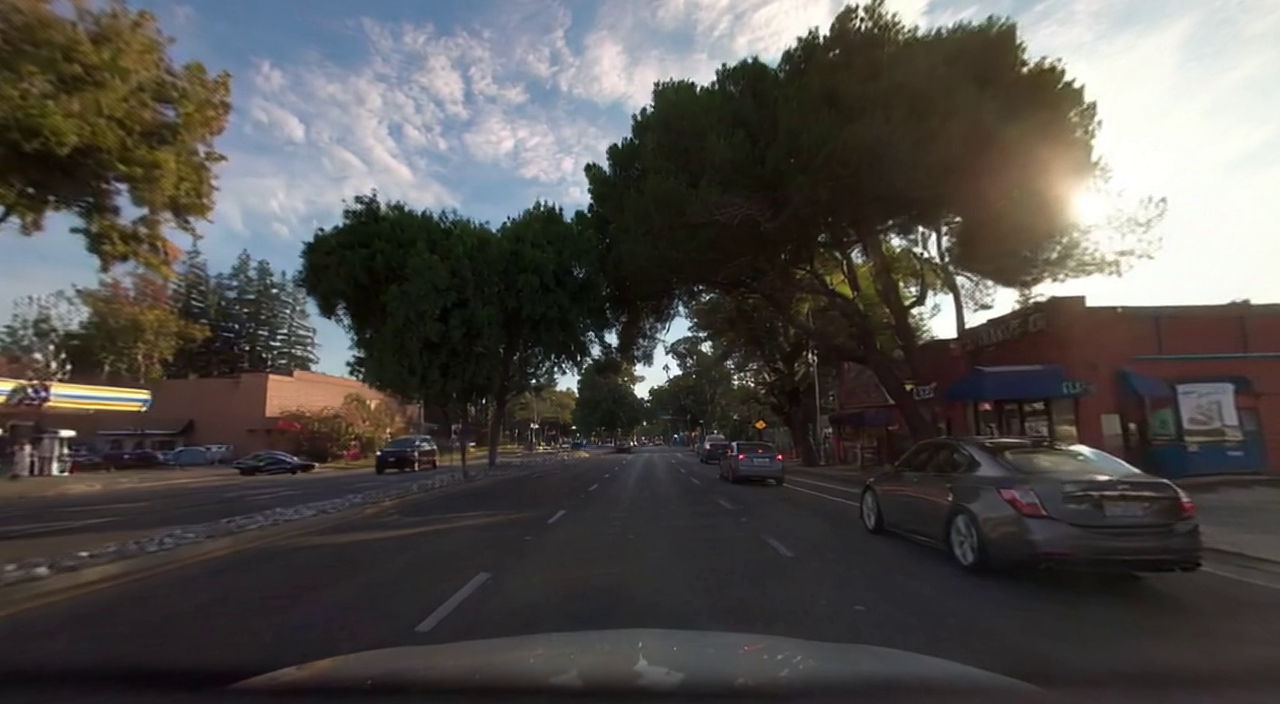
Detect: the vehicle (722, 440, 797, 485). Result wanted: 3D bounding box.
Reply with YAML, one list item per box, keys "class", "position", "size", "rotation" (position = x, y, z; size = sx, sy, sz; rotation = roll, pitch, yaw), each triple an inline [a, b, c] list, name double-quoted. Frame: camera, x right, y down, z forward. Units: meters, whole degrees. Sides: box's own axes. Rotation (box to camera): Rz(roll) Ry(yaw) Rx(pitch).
- class: "vehicle"
  position: [4.149, 3.900, 22.563]
  size: [1.871, 1.442, 4.122]
  rotation: [0, -8, 0]

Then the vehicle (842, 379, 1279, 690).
- class: "vehicle"
  position: [3.639, 1.337, 5.911]
  size: [1.875, 1.665, 4.931]
  rotation: [0, -8, 1]

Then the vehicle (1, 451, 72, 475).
- class: "vehicle"
  position: [-41.161, 7.563, 43.102]
  size: [1.583, 1.354, 4.281]
  rotation: [1, -7, -15]

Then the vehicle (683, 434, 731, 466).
- class: "vehicle"
  position: [4.379, 6.501, 41.992]
  size: [2.611, 1.983, 5.165]
  rotation: [0, -8, 0]

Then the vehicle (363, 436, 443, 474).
- class: "vehicle"
  position: [-13.996, 6.142, 37.725]
  size: [2.385, 2.064, 5.707]
  rotation: [-1, -8, 2]
